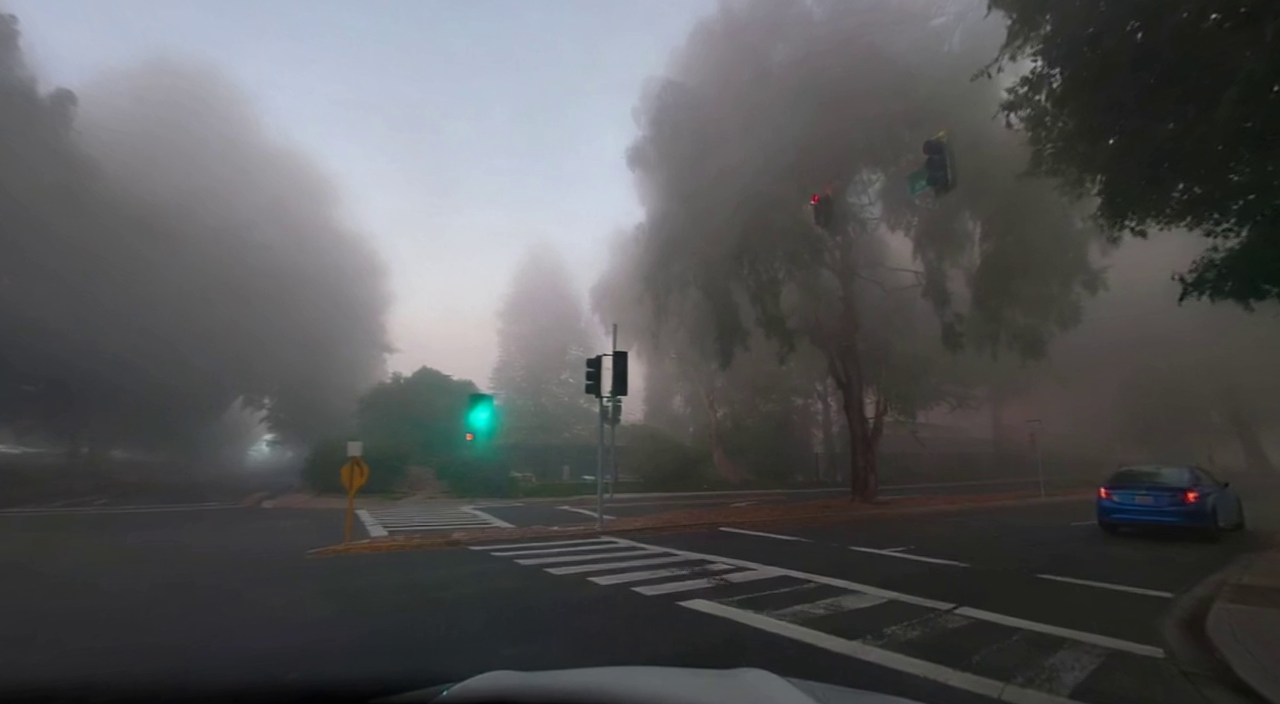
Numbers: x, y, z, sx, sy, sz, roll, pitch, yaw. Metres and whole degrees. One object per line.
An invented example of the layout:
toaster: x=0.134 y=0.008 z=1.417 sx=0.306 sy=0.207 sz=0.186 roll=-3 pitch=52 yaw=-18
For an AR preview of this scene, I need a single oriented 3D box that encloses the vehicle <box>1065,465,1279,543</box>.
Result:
vehicle: x=10.940 y=2.930 z=12.604 sx=5.282 sy=1.250 sz=1.972 roll=7 pitch=-12 yaw=-32
